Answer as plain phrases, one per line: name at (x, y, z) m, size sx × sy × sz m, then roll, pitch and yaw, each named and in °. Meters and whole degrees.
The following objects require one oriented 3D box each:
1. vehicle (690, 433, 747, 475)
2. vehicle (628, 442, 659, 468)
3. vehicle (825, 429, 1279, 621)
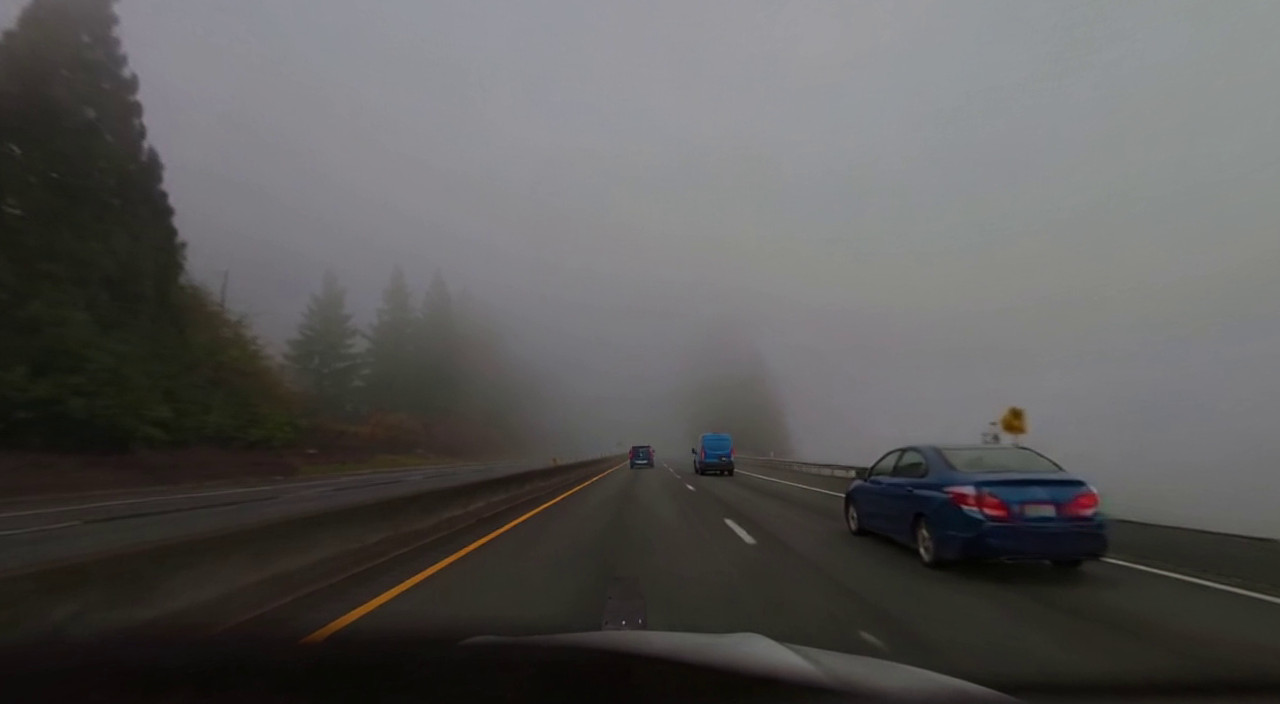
vehicle at (4.120, 5.490, 34.071) m, size 2.371 × 2.045 × 4.768 m, roll 0°, pitch -9°, yaw -1°
vehicle at (0.259, 7.182, 44.091) m, size 2.087 × 1.707 × 4.316 m, roll 0°, pitch -9°, yaw 1°
vehicle at (3.897, 1.687, 7.276) m, size 2.043 × 1.431 × 4.922 m, roll 0°, pitch -9°, yaw 0°
